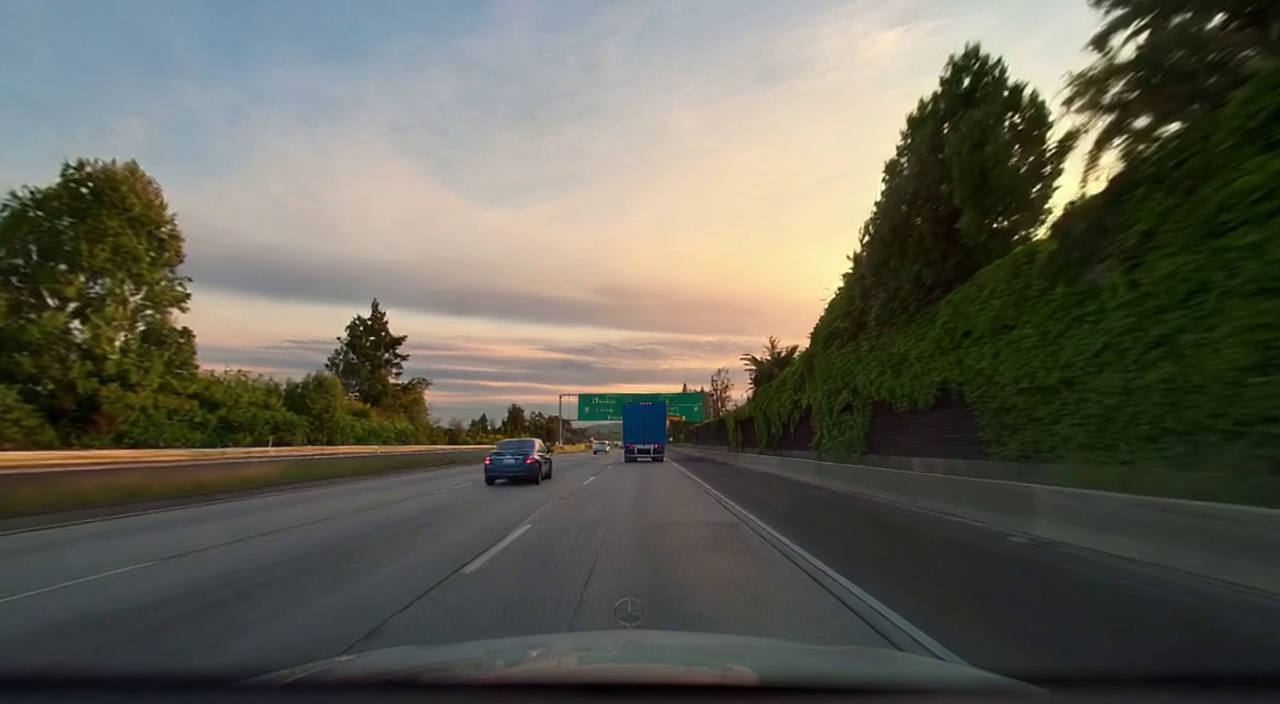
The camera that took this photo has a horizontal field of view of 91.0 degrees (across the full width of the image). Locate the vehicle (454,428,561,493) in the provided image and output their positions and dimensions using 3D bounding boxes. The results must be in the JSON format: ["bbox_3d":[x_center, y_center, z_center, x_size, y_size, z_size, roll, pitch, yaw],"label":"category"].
[{"bbox_3d":[-3.854,3.237,19.252,2.186,1.716,4.672,0,-8,1],"label":"vehicle"}]

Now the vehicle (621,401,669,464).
[{"bbox_3d":[0.326,6.306,48.497,3.078,4.031,16.069,0,-8,0],"label":"vehicle"}]
